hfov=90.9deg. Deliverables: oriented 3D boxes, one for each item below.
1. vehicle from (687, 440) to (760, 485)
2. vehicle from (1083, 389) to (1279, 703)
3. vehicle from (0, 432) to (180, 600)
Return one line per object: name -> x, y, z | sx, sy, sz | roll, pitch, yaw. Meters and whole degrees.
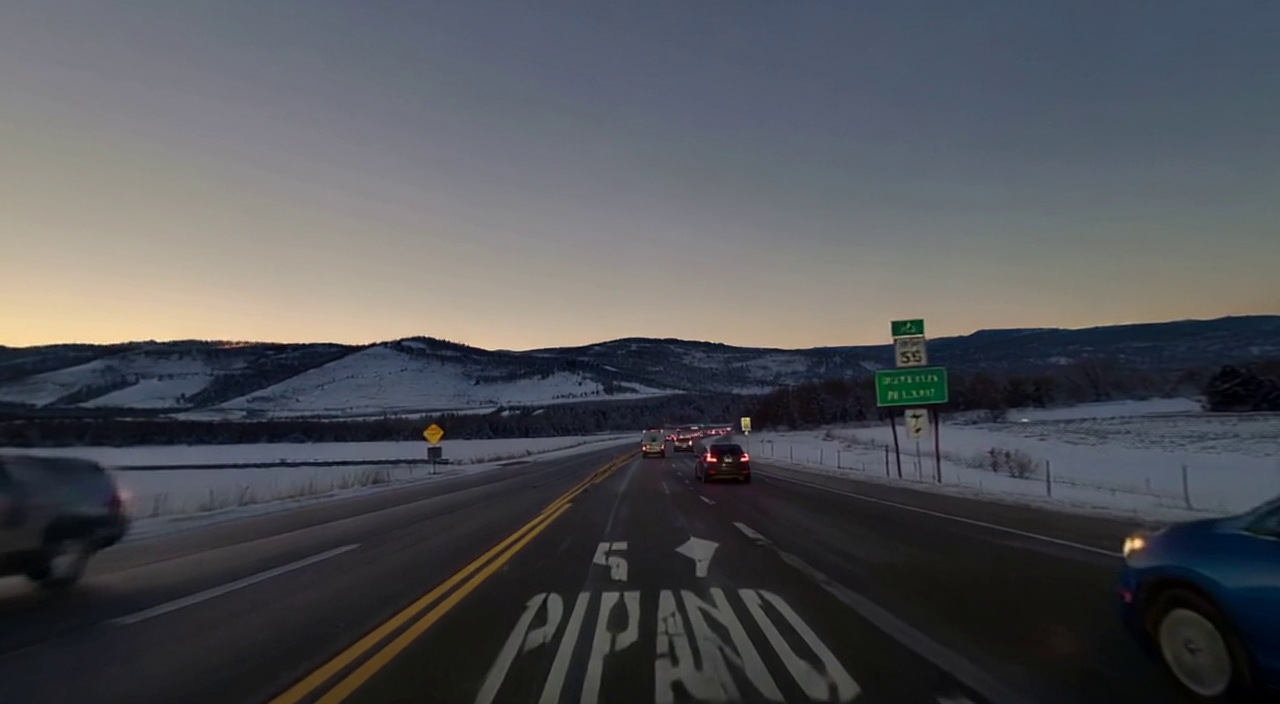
vehicle -> 3.052, 4.151, 24.074 | 2.026, 1.531, 4.273 | 0, -8, -2
vehicle -> 3.636, 0.789, 1.675 | 2.007, 1.534, 3.976 | 0, -8, 0
vehicle -> -7.836, 1.739, 6.666 | 2.168, 1.748, 4.811 | -1, -8, 2
